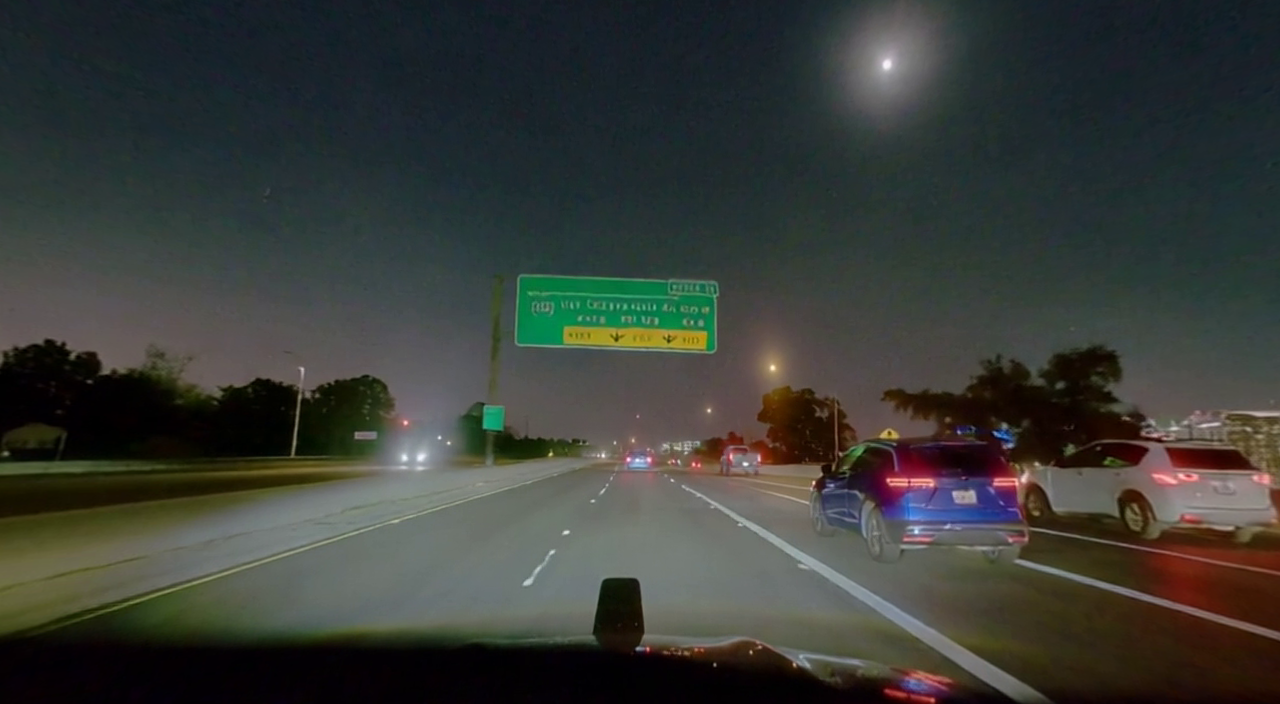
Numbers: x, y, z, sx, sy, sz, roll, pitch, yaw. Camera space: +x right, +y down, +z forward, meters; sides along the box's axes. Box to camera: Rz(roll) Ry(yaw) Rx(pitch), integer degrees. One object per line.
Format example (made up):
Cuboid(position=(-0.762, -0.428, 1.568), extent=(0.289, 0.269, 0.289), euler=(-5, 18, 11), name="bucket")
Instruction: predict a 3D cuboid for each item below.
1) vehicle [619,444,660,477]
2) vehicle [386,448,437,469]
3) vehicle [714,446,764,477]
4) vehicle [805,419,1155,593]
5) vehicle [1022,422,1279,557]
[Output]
Cuboid(position=(-0.087, 6.188, 36.334), extent=(2.181, 1.768, 4.383), euler=(1, -9, -2), name="vehicle")
Cuboid(position=(-17.264, 8.054, 48.029), extent=(2.137, 1.454, 4.701), euler=(0, -9, 0), name="vehicle")
Cuboid(position=(7.517, 8.390, 48.815), extent=(2.526, 2.230, 6.190), euler=(1, -9, -4), name="vehicle")
Cuboid(position=(3.874, 1.819, 8.336), extent=(2.097, 1.659, 4.320), euler=(1, -9, -2), name="vehicle")
Cuboid(position=(9.307, 2.278, 11.113), extent=(1.967, 1.816, 4.775), euler=(2, -9, -3), name="vehicle")
